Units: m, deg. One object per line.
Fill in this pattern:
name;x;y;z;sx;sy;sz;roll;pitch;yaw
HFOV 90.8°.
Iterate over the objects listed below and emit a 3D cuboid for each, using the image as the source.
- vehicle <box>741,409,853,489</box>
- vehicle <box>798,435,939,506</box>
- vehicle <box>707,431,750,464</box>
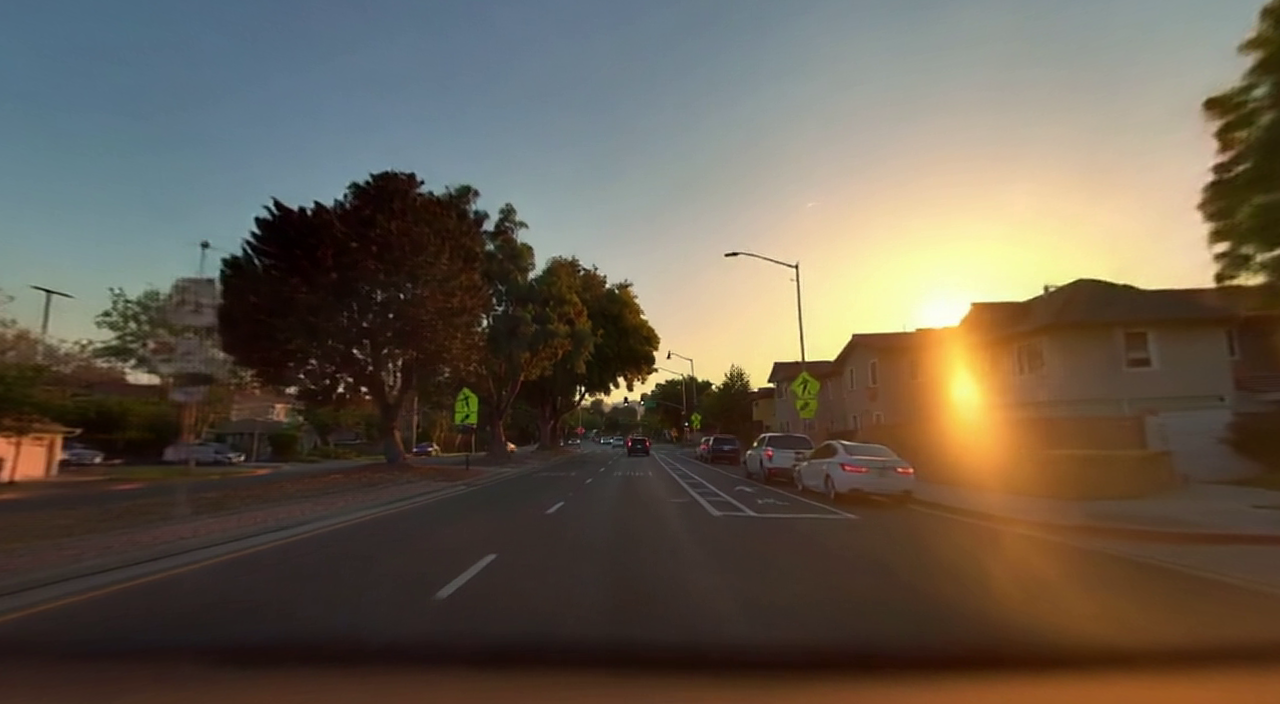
vehicle;5.433;3.524;23.014;2.324;2.468;6.422;0;-9;-1
vehicle;5.719;3.013;16.527;1.940;1.584;4.553;0;-9;0
vehicle;5.557;6.053;40.264;2.008;1.930;4.919;0;-8;1
